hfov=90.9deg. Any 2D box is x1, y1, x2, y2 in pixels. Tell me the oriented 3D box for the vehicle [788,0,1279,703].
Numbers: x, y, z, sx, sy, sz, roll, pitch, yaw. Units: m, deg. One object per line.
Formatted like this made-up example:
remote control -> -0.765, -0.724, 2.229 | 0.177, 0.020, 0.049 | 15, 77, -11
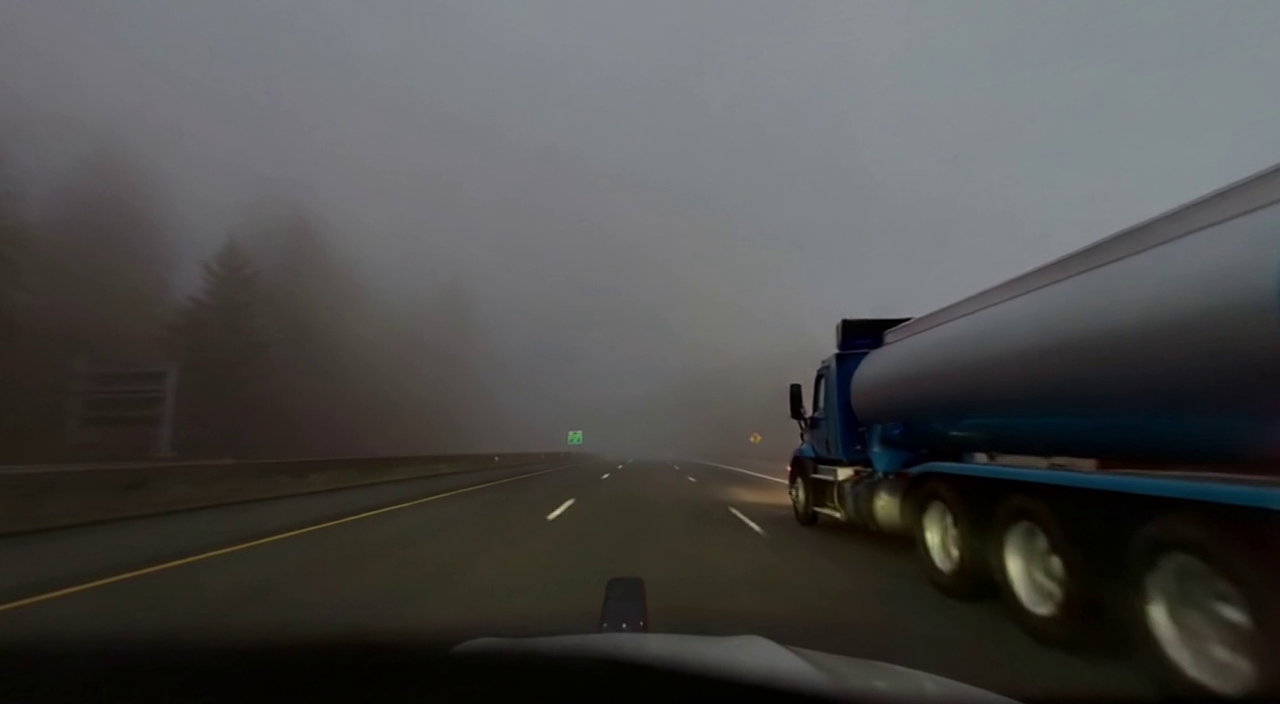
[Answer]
vehicle -> 3.945, 0.363, 6.037 | 3.034, 3.651, 8.256 | 0, -8, 0
